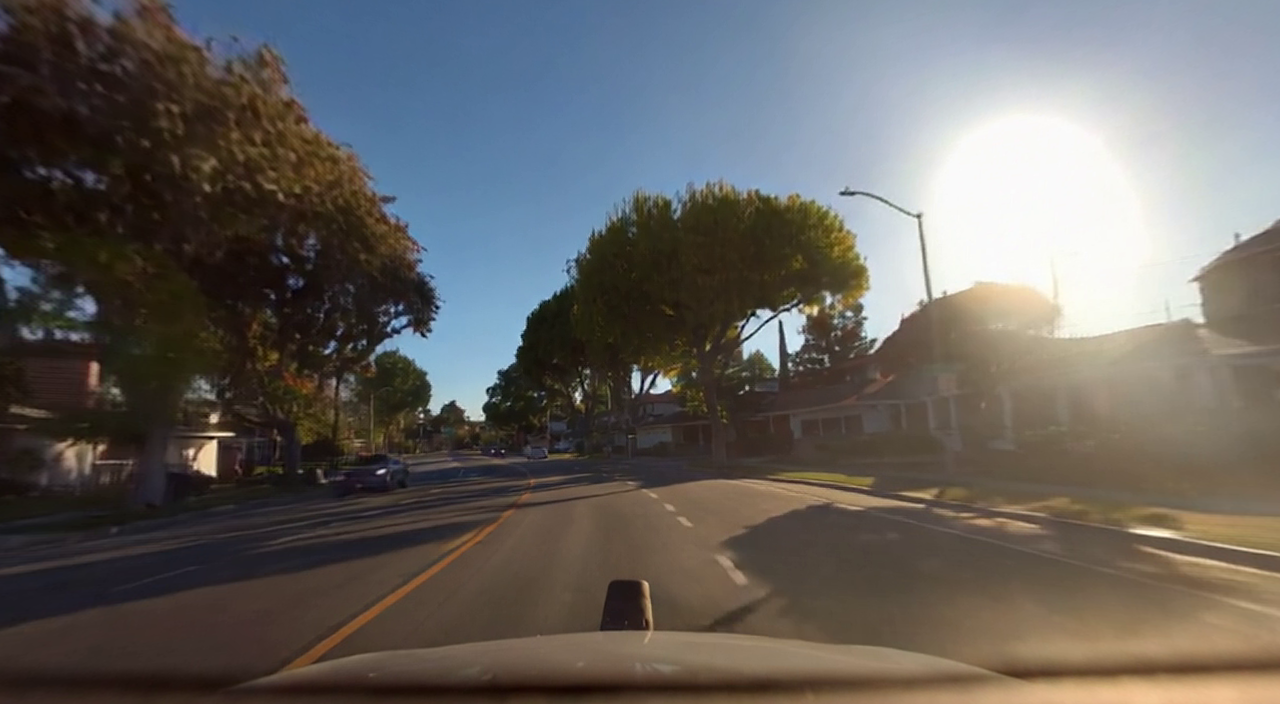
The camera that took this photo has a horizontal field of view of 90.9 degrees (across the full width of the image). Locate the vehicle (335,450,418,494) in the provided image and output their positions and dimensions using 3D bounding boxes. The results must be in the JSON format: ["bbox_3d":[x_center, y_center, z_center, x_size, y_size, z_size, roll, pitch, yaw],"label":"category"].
[{"bbox_3d":[-10.738,4.872,26.072,2.125,1.592,4.616,1,-8,-10],"label":"vehicle"}]

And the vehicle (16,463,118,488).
[{"bbox_3d":[-38.487,8.294,42.428,4.586,1.478,1.913,2,-9,-16],"label":"vehicle"}]
